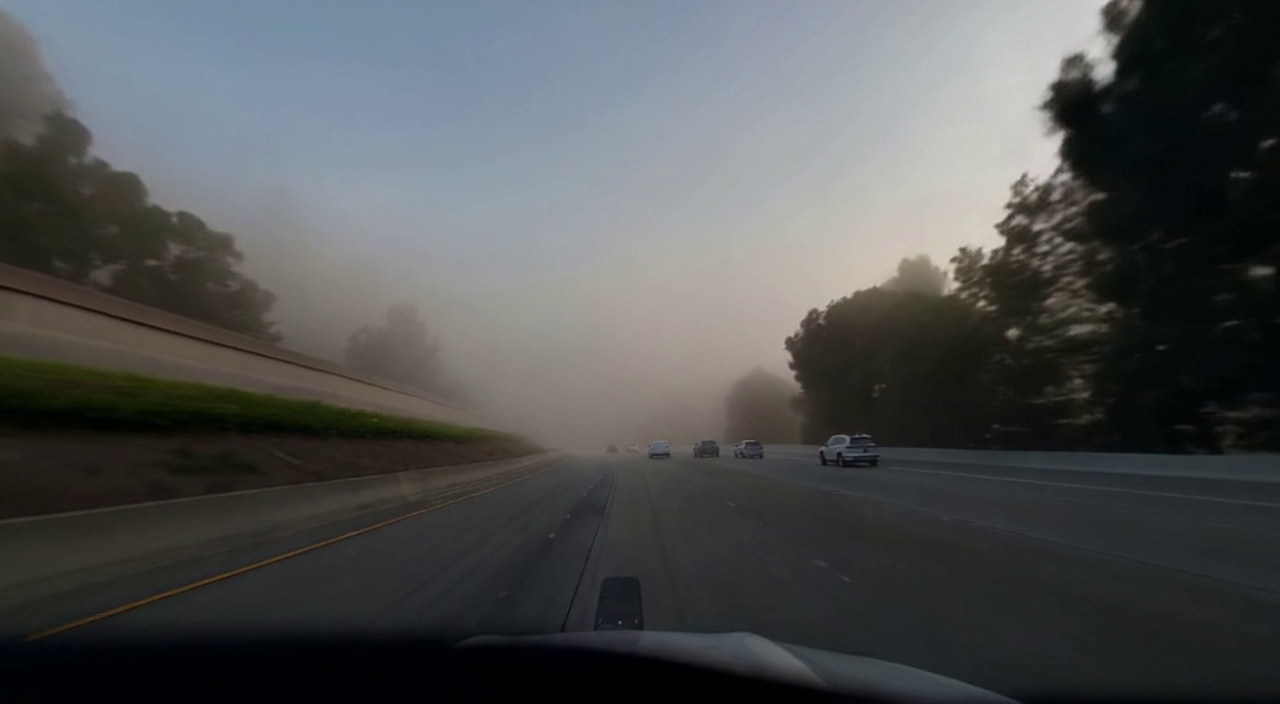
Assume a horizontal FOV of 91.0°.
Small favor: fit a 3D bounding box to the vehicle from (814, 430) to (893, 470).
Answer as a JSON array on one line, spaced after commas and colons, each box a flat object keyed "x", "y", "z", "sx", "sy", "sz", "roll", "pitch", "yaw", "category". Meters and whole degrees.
[{"x": 10.183, "y": 4.746, "z": 30.419, "sx": 2.077, "sy": 1.763, "sz": 4.472, "roll": 0, "pitch": -9, "yaw": -3, "category": "vehicle"}]
